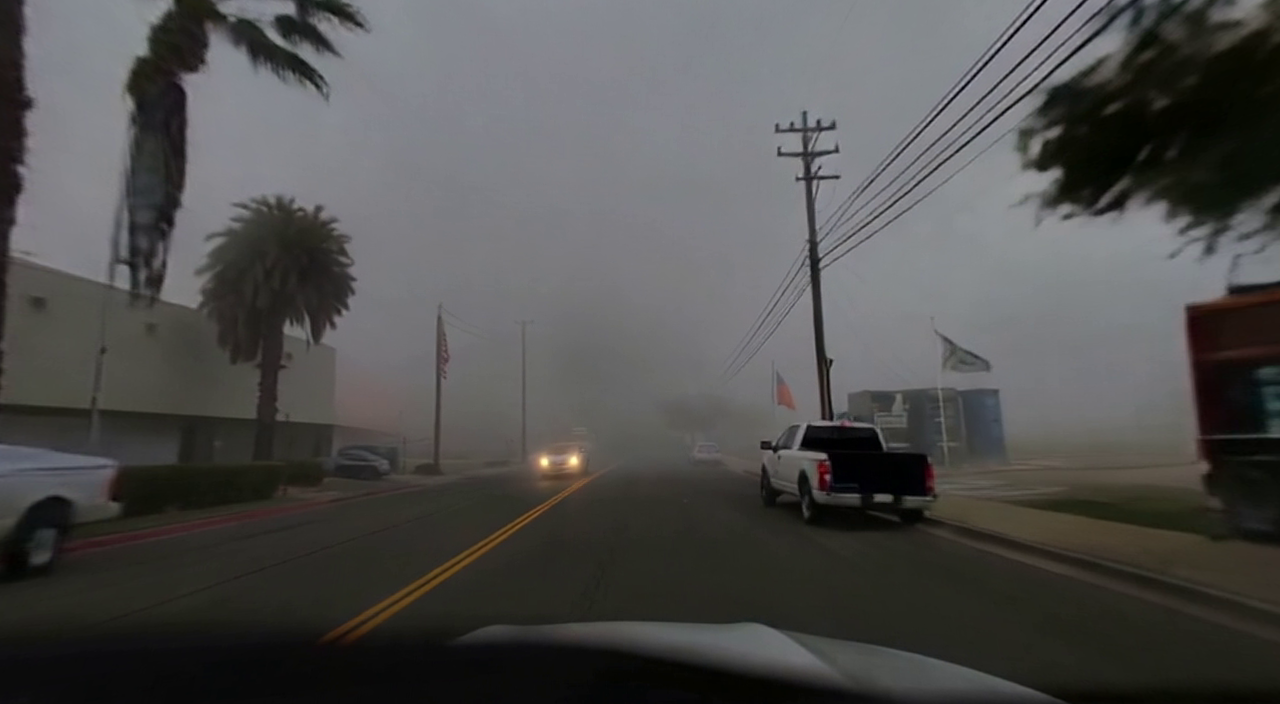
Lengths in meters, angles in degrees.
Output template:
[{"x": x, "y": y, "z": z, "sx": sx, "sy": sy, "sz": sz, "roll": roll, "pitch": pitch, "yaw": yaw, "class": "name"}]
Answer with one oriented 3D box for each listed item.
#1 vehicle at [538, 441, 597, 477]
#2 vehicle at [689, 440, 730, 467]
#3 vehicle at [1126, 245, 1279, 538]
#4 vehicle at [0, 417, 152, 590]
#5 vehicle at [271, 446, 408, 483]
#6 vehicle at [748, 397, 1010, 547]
[{"x": -3.242, "y": 4.877, "z": 29.138, "sx": 2.033, "sy": 1.492, "sz": 4.477, "roll": -1, "pitch": -8, "yaw": 2, "class": "vehicle"}, {"x": 4.451, "y": 6.544, "z": 41.029, "sx": 2.111, "sy": 1.611, "sz": 4.576, "roll": 0, "pitch": -8, "yaw": 0, "class": "vehicle"}, {"x": 8.156, "y": 0.191, "z": 5.166, "sx": 2.993, "sy": 3.033, "sz": 6.781, "roll": -1, "pitch": -8, "yaw": 2, "class": "vehicle"}, {"x": -7.939, "y": 1.585, "z": 6.199, "sx": 2.105, "sy": 1.836, "sz": 5.338, "roll": -3, "pitch": -9, "yaw": -1, "class": "vehicle"}, {"x": -13.683, "y": 5.138, "z": 28.977, "sx": 5.187, "sy": 1.563, "sz": 2.095, "roll": 0, "pitch": -8, "yaw": 1, "class": "vehicle"}, {"x": 3.699, "y": 2.043, "z": 11.507, "sx": 2.345, "sy": 1.969, "sz": 6.070, "roll": 0, "pitch": -8, "yaw": -1, "class": "vehicle"}]
